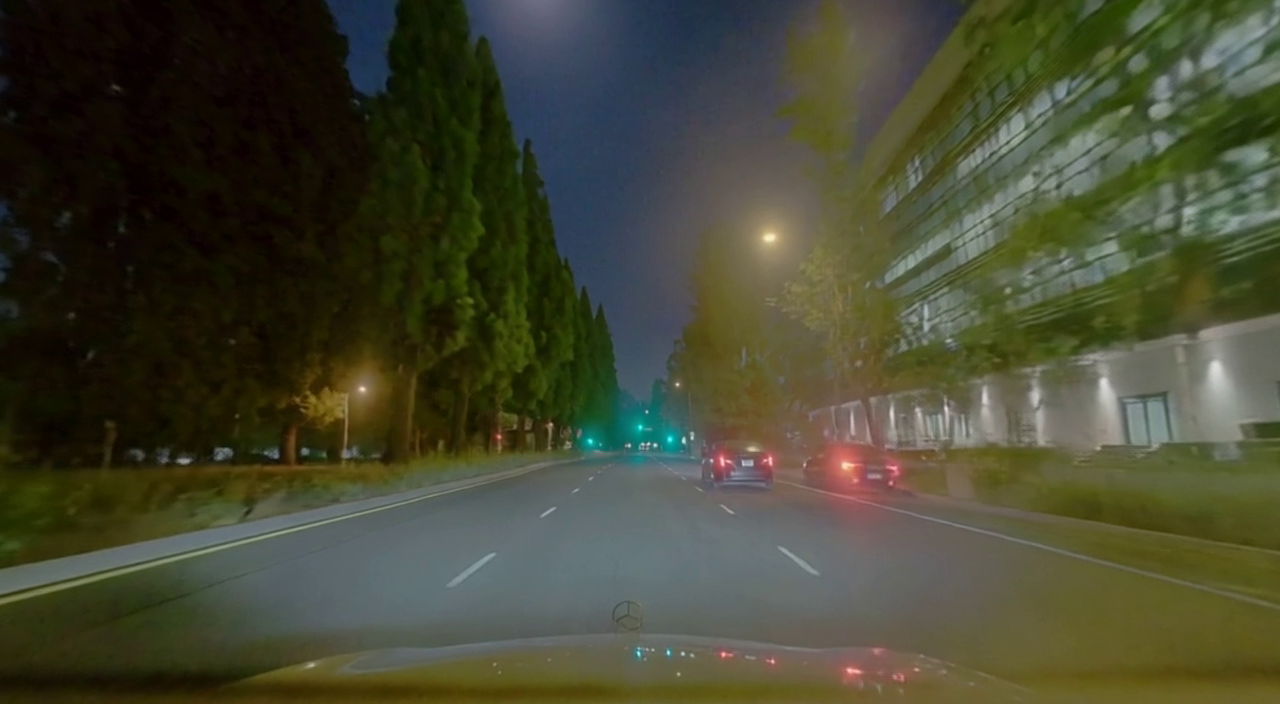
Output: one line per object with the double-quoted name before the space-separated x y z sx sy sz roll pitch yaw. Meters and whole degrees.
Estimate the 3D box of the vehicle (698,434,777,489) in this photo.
"vehicle" 3.385 3.890 22.800 2.083 1.743 4.354 0 -8 -1

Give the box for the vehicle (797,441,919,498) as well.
"vehicle" 6.725 3.629 20.170 1.918 1.544 4.871 0 -8 -3
